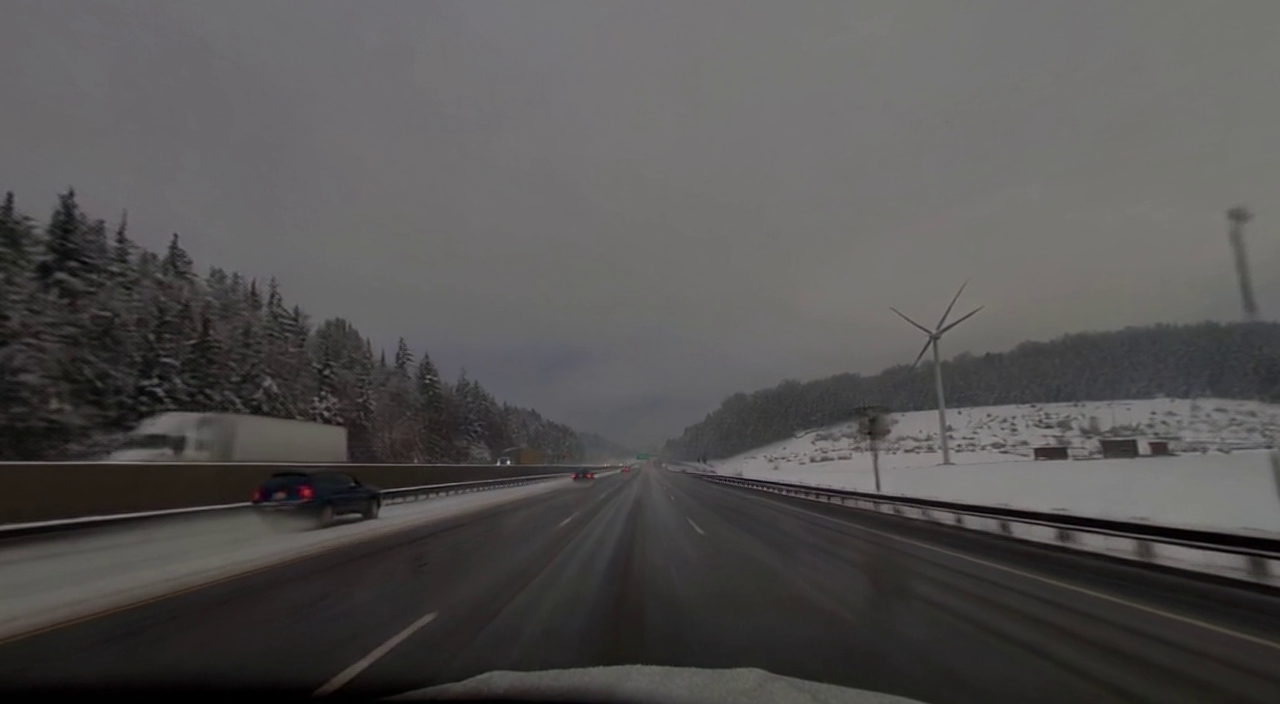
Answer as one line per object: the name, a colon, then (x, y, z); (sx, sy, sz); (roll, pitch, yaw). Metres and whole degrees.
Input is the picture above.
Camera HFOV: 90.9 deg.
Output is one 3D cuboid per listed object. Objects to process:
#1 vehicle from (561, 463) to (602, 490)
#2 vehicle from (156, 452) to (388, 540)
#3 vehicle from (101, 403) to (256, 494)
vehicle: (-3.583, 7.766, 39.436); (2.039, 1.505, 4.843); (1, -10, 0)
vehicle: (-7.235, 2.898, 13.155); (1.956, 1.451, 4.674); (1, -10, 1)
vehicle: (-23.044, 4.966, 31.994); (3.006, 4.079, 5.925); (1, -10, 1)
